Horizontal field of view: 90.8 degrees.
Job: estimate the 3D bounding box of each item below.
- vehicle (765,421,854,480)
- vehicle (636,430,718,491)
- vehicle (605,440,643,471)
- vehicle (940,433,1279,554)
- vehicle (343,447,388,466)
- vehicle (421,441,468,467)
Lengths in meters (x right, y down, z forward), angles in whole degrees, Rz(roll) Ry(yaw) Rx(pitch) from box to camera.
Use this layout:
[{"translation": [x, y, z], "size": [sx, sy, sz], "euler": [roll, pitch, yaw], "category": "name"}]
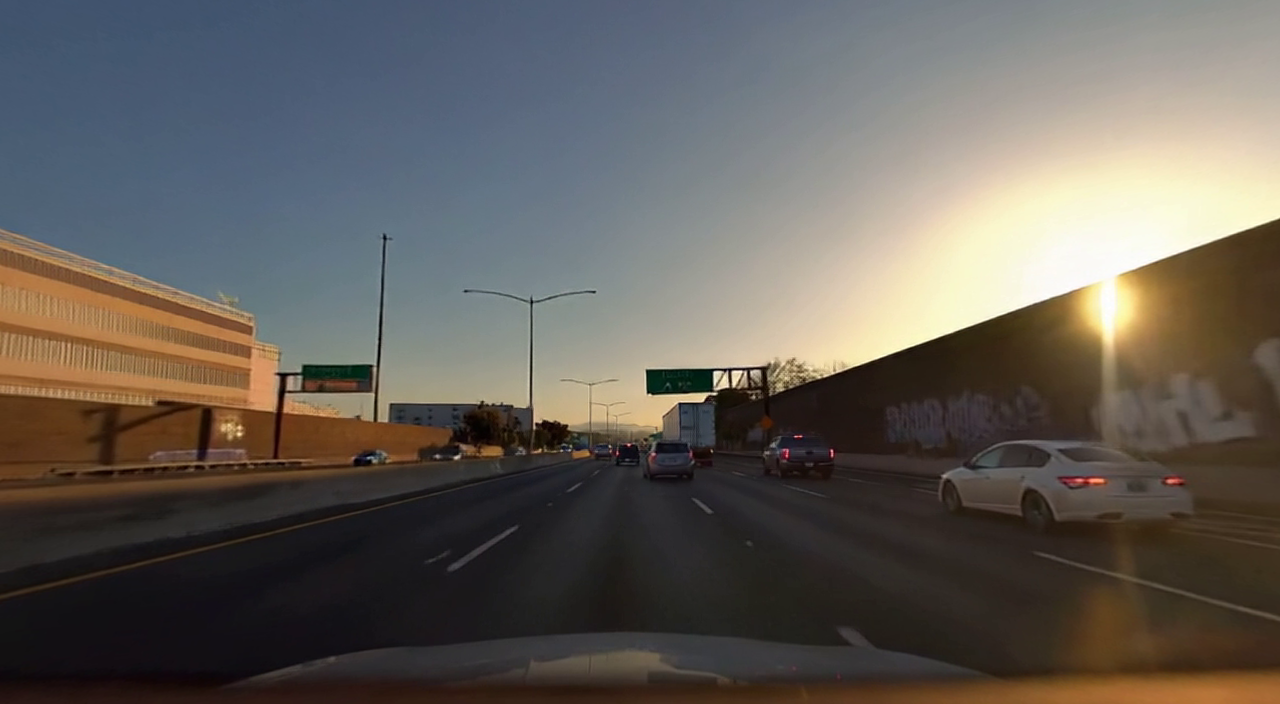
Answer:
[{"translation": [7.522, 4.489, 28.927], "size": [2.322, 2.360, 6.433], "euler": [0, -9, 0], "category": "vehicle"}, {"translation": [1.113, 3.706, 21.923], "size": [2.249, 1.843, 5.176], "euler": [0, -9, -3], "category": "vehicle"}, {"translation": [-0.905, 5.936, 36.251], "size": [2.073, 1.640, 3.990], "euler": [0, -9, -1], "category": "vehicle"}, {"translation": [6.994, 2.108, 10.201], "size": [1.915, 1.476, 4.677], "euler": [0, -9, -1], "category": "vehicle"}, {"translation": [-21.351, 8.140, 49.278], "size": [1.816, 1.433, 3.861], "euler": [0, -9, -1], "category": "vehicle"}, {"translation": [-10.825, 5.668, 35.189], "size": [1.610, 1.395, 3.344], "euler": [0, -9, -1], "category": "vehicle"}]
